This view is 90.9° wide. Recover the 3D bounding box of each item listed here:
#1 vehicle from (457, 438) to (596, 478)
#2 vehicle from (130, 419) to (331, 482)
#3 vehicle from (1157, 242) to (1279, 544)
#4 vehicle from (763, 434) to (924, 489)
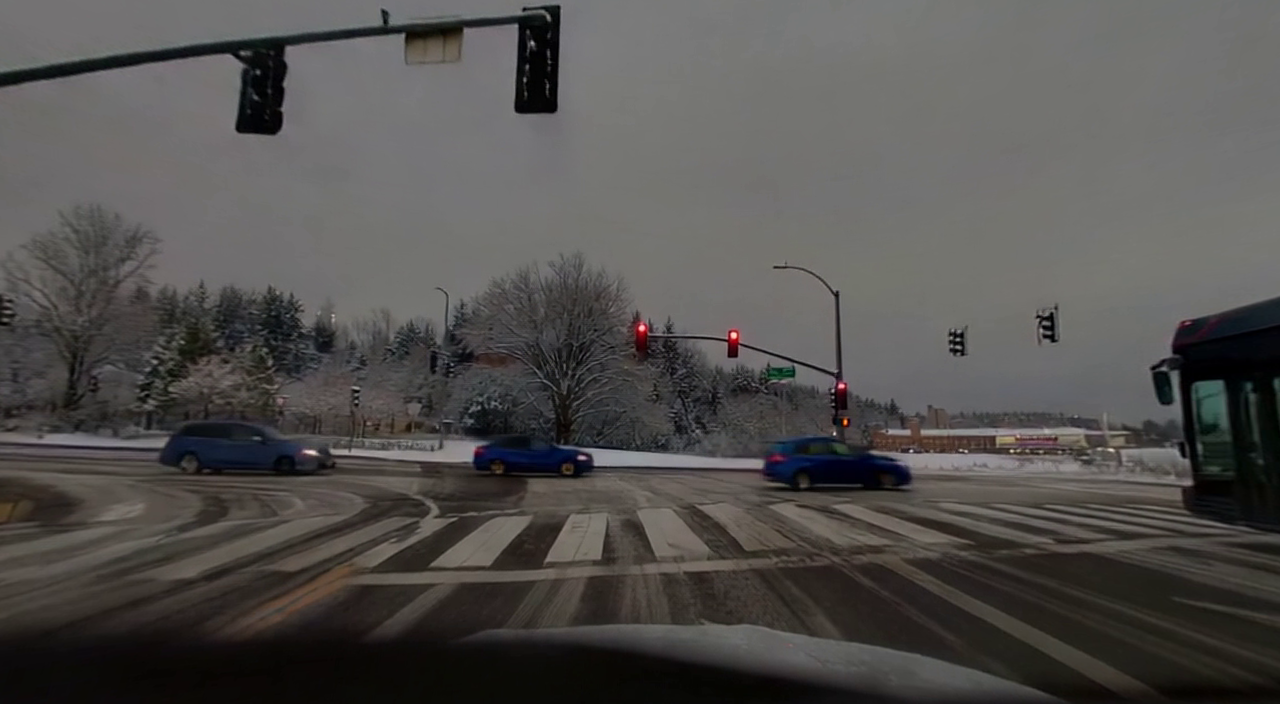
[{"bbox_3d":[-4.494,4.169,25.027,5.203,1.488,1.907,2,-9,-17],"label":"vehicle"},{"bbox_3d":[-12.078,2.934,18.997,4.626,1.710,1.891,2,-9,-18],"label":"vehicle"},{"bbox_3d":[9.584,-0.153,3.698,2.916,4.009,13.397,-1,-9,6],"label":"vehicle"},{"bbox_3d":[6.898,3.734,21.479,5.014,1.675,1.906,4,-9,-18],"label":"vehicle"}]
